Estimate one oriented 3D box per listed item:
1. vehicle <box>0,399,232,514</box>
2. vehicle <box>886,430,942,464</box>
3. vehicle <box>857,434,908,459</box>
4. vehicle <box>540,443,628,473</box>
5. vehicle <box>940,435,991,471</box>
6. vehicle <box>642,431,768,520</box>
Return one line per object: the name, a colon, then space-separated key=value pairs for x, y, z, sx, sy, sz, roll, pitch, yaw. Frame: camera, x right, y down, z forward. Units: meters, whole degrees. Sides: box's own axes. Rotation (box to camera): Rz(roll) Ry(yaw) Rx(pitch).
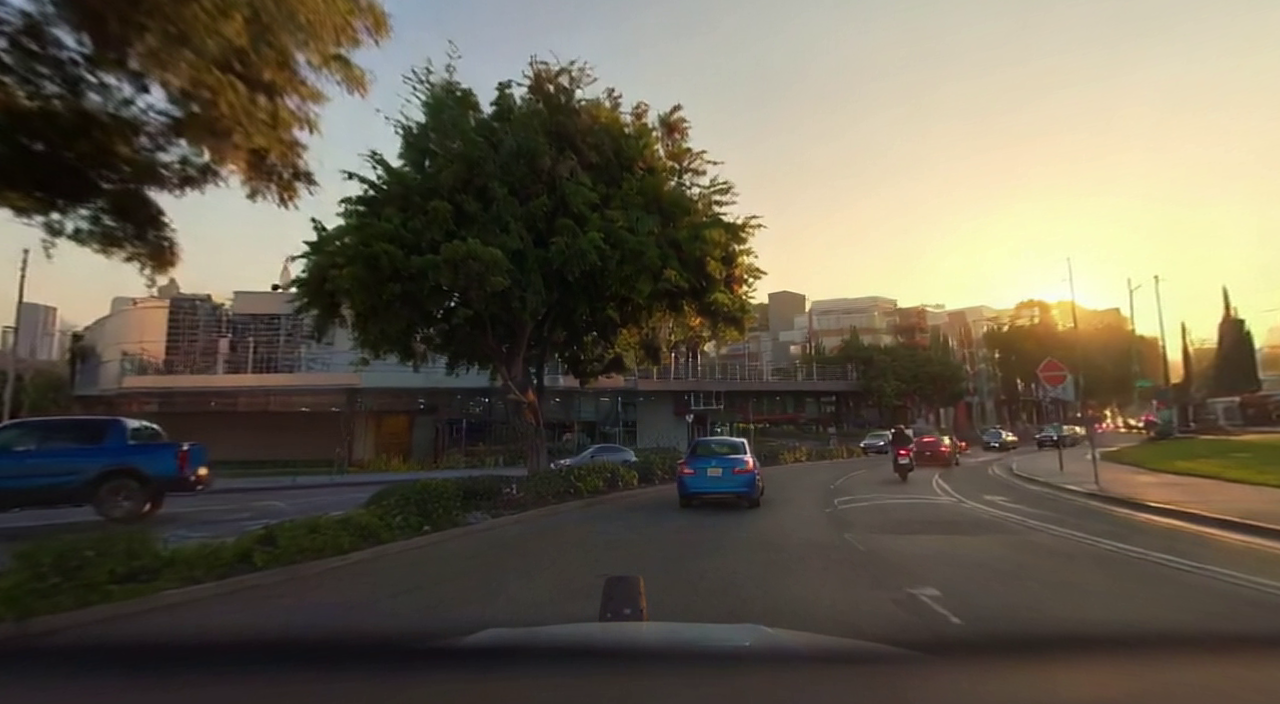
vehicle: x=-15.709 y=2.806 z=17.158 sx=2.287 sy=2.780 sz=7.166 roll=-7 pitch=-10 yaw=36
vehicle: x=15.815 y=5.473 z=36.253 sx=2.212 sy=1.790 sz=4.768 roll=-5 pitch=-10 yaw=31
vehicle: x=17.791 y=6.910 z=46.117 sx=2.170 sy=1.658 sz=4.215 roll=-7 pitch=-11 yaw=39
vehicle: x=-2.835 y=5.495 z=32.979 sx=1.852 sy=1.452 sz=4.759 roll=-7 pitch=-11 yaw=38
vehicle: x=15.025 y=4.621 z=28.992 sx=1.822 sy=1.555 sz=3.574 roll=-5 pitch=-10 yaw=30
vehicle: x=1.392 y=2.399 z=12.762 sx=2.118 sy=1.480 sz=3.949 roll=-2 pitch=-8 yaw=8
